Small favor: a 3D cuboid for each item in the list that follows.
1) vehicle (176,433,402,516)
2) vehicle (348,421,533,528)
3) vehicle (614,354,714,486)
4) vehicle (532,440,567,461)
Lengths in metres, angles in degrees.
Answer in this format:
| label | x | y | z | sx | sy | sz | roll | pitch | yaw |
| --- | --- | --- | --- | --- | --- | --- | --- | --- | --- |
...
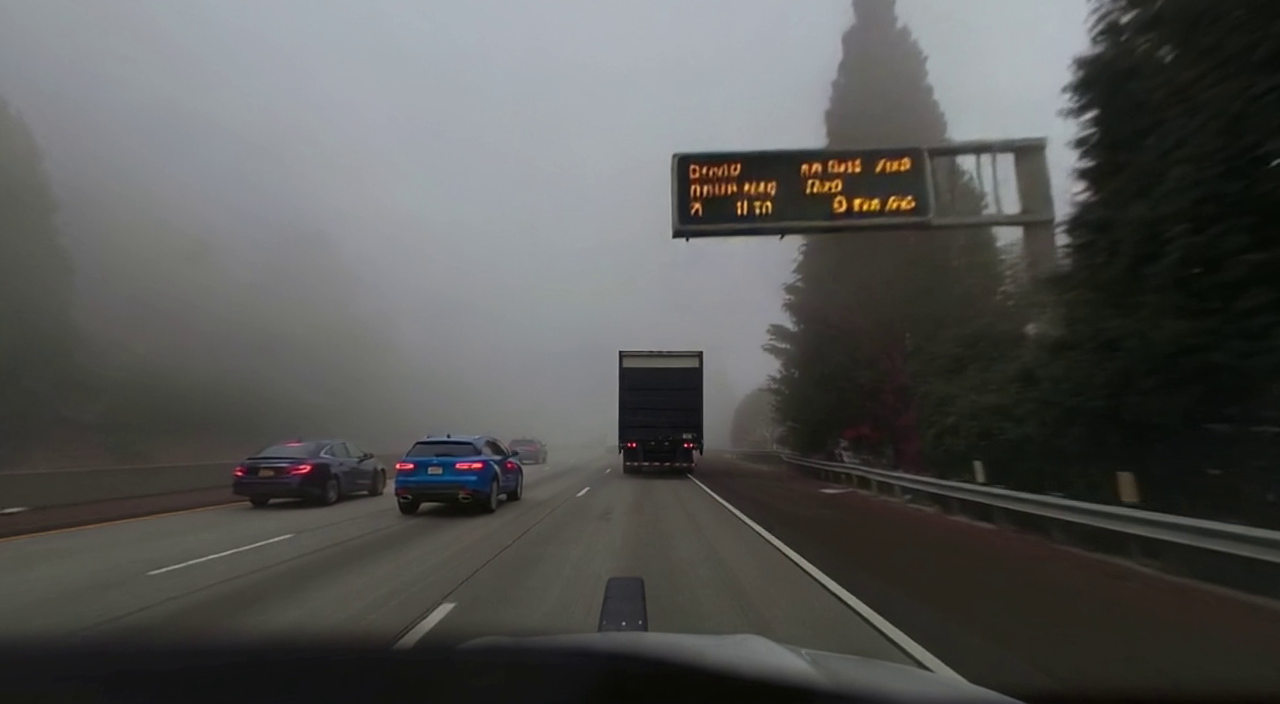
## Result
| label | x | y | z | sx | sy | sz | roll | pitch | yaw |
| --- | --- | --- | --- | --- | --- | --- | --- | --- | --- |
| vehicle | -7.267 | 2.583 | 13.854 | 2.063 | 1.480 | 4.842 | 0 | -9 | 2 |
| vehicle | -3.502 | 2.243 | 12.067 | 2.077 | 1.671 | 4.249 | 0 | -9 | 1 |
| vehicle | 0.727 | 2.751 | 23.715 | 2.870 | 3.841 | 10.653 | 0 | -9 | 0 |
| vehicle | -6.612 | 7.215 | 46.415 | 1.882 | 1.451 | 4.416 | 0 | -9 | 1 |
